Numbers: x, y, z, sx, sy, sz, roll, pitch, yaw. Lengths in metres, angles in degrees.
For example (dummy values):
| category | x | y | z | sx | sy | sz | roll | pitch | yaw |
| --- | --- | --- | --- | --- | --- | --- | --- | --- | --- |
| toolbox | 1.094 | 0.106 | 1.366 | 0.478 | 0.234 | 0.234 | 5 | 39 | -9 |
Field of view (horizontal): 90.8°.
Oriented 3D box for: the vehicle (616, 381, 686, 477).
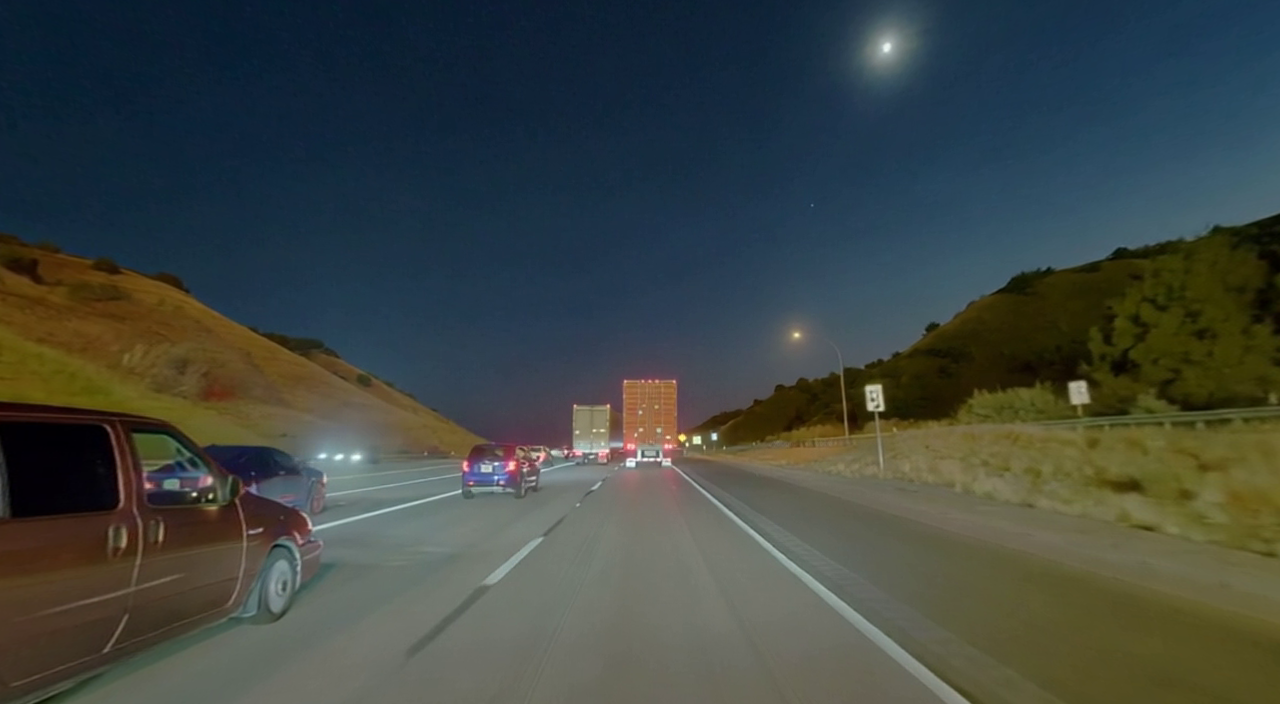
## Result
| category | x | y | z | sx | sy | sz | roll | pitch | yaw |
| --- | --- | --- | --- | --- | --- | --- | --- | --- | --- |
| vehicle | 0.617 | 4.002 | 31.860 | 2.913 | 3.988 | 10.874 | 0 | -8 | 2 |

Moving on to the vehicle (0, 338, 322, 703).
| category | x | y | z | sx | sy | sz | roll | pitch | yaw |
| --- | --- | --- | --- | --- | --- | --- | --- | --- | --- |
| vehicle | -3.783 | 0.852 | 2.773 | 2.136 | 1.779 | 4.875 | 0 | -8 | 1 |

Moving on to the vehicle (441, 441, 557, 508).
| category | x | y | z | sx | sy | sz | roll | pitch | yaw |
| --- | --- | --- | --- | --- | --- | --- | --- | --- | --- |
| vehicle | -3.359 | 2.982 | 15.929 | 1.950 | 1.446 | 4.224 | 0 | -8 | 0 |
